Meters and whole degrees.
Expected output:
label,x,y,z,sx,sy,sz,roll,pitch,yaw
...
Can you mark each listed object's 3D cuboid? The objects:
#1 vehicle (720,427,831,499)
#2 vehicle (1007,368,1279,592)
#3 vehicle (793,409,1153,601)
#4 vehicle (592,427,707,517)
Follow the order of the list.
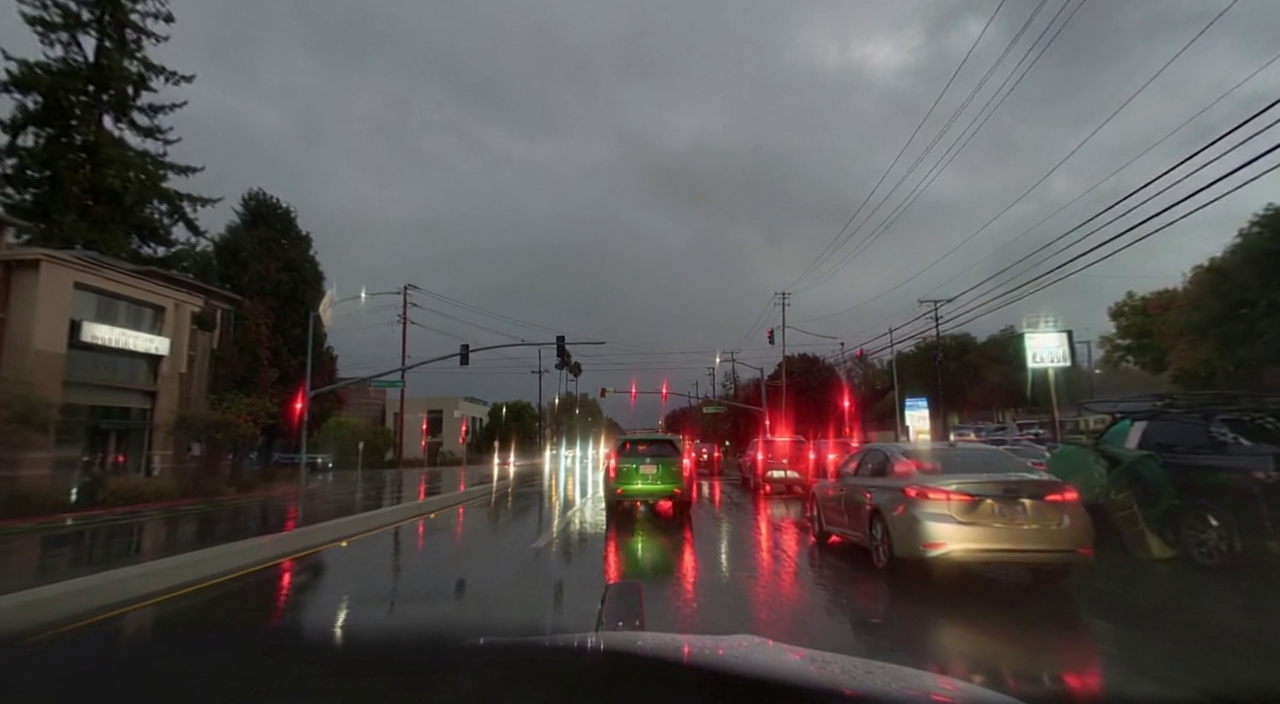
label,x,y,z,sx,sy,sz,roll,pitch,yaw
vehicle,3.695,3.138,18.234,2.060,1.789,4.712,0,-9,-1
vehicle,6.677,1.373,7.233,2.080,1.958,4.653,0,-9,0
vehicle,3.347,1.621,7.565,1.998,1.620,4.267,0,-9,1
vehicle,0.176,2.549,13.913,2.149,1.668,3.962,0,-9,0
